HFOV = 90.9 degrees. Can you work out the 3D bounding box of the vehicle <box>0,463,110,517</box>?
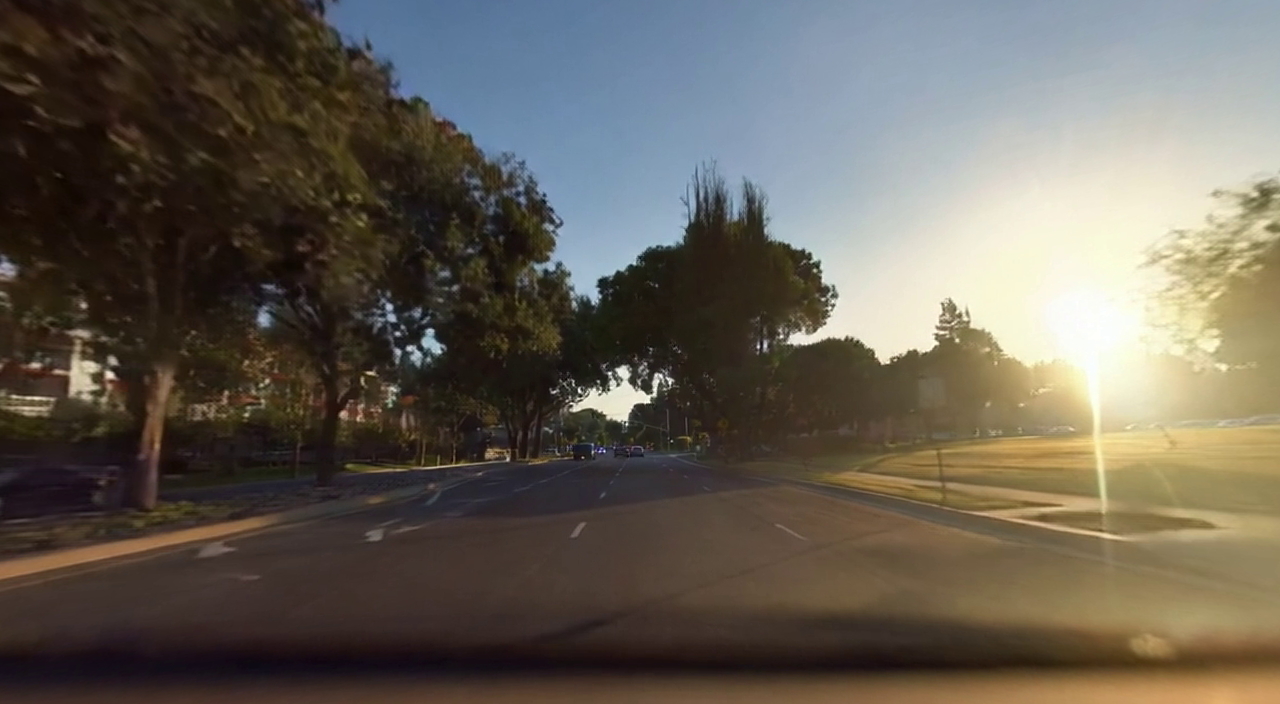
[{"bbox_3d":[-19.755,4.335,20.033,1.863,1.486,4.500,0,-9,0],"label":"vehicle"}]
